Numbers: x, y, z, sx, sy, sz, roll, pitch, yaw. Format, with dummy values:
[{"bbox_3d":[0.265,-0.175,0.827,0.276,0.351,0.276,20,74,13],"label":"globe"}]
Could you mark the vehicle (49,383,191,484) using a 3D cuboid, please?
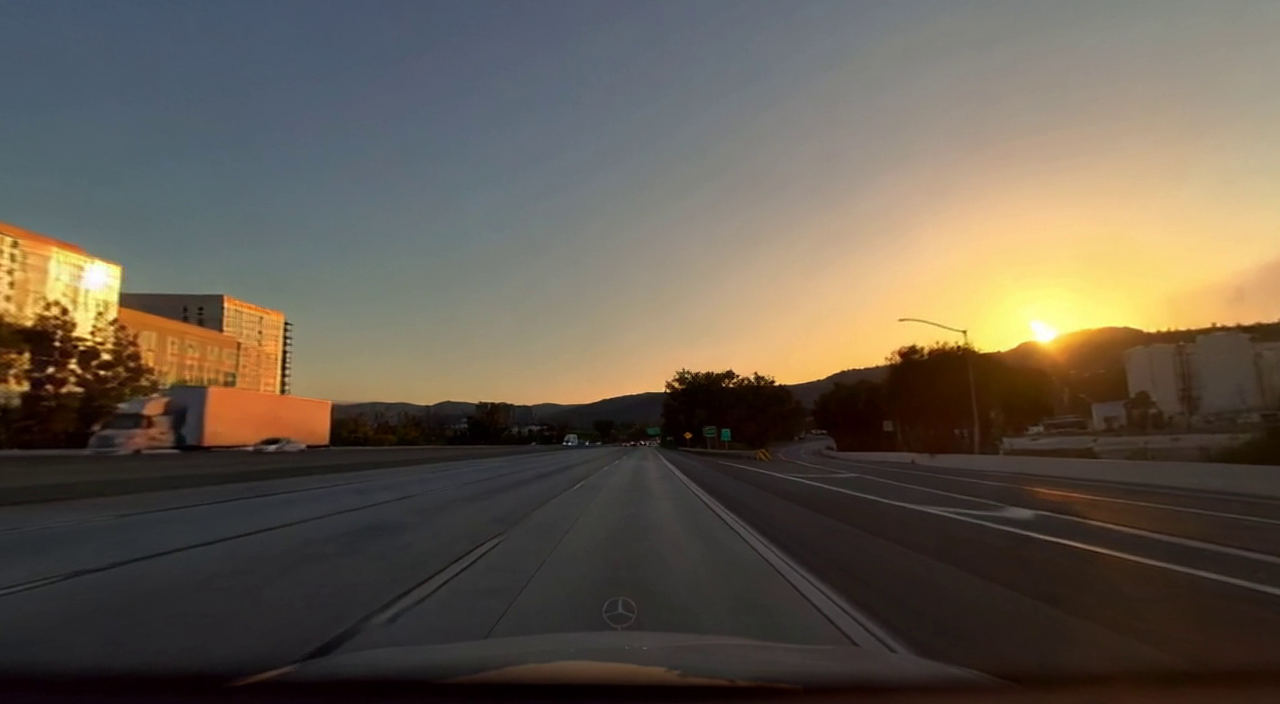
[{"bbox_3d":[-19.687,3.152,24.181,2.714,3.543,2.793,-1,-10,1],"label":"vehicle"}]
